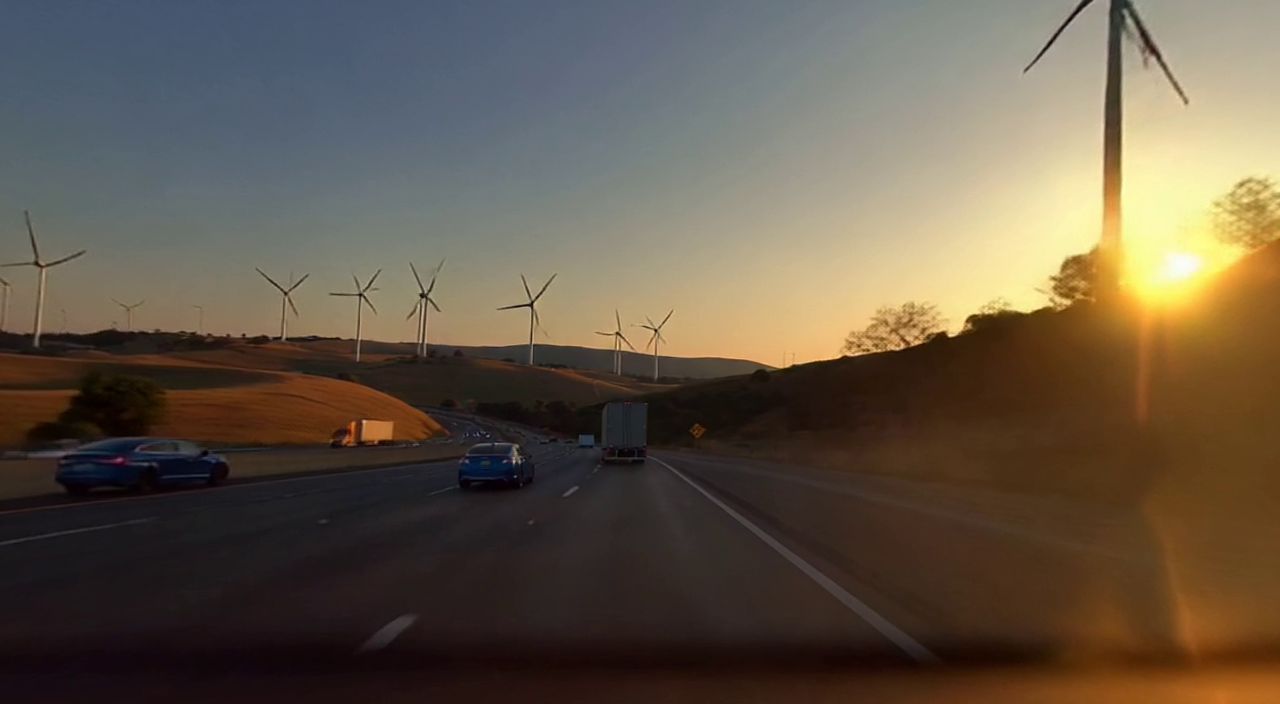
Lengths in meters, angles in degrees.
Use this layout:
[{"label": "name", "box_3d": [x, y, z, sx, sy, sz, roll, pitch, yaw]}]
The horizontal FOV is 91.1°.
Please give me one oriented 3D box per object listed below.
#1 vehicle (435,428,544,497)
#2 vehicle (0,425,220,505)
[{"label": "vehicle", "box_3d": [-4.003, 3.001, 17.396, 2.109, 1.684, 3.783, 0, -8, 0]}, {"label": "vehicle", "box_3d": [-14.822, 3.054, 17.558, 2.285, 1.835, 5.672, 0, -8, -1]}]
